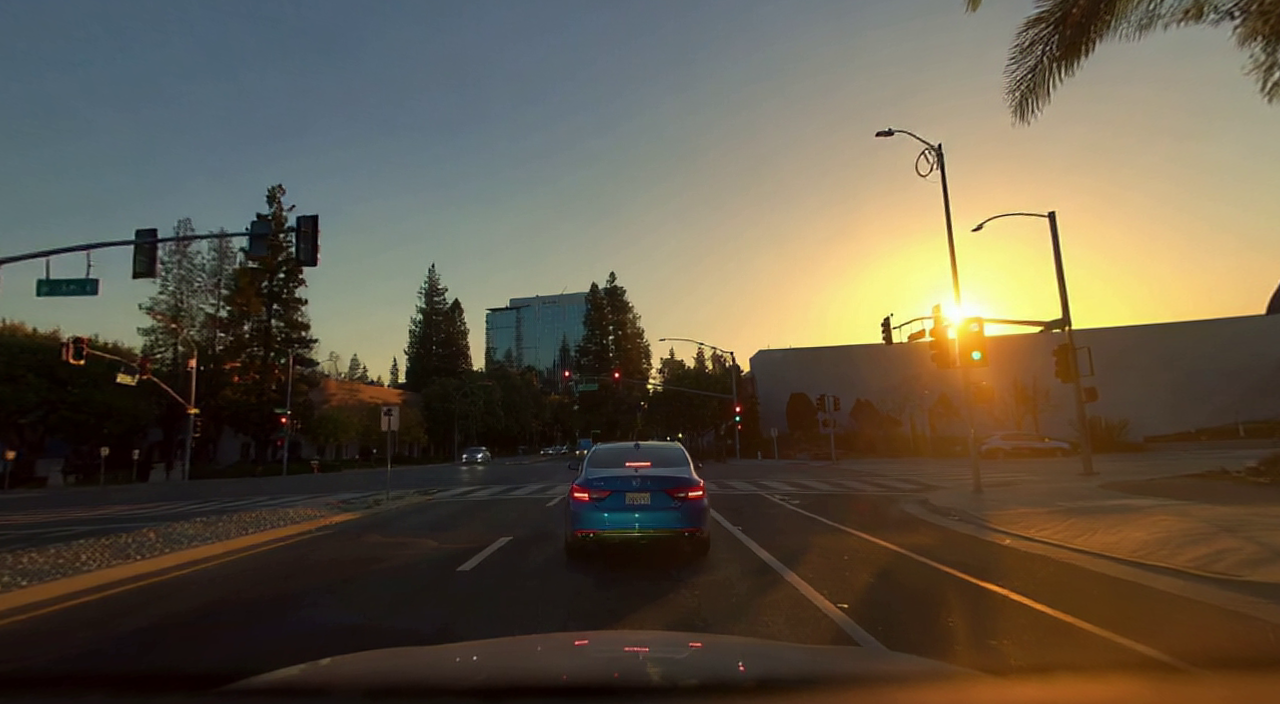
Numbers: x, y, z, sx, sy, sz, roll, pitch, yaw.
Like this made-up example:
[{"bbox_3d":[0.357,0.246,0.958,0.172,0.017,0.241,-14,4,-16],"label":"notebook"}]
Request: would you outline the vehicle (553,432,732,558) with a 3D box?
[{"bbox_3d":[-0.004,1.998,9.513,2.107,1.470,3.974,0,-9,-1],"label":"vehicle"}]
